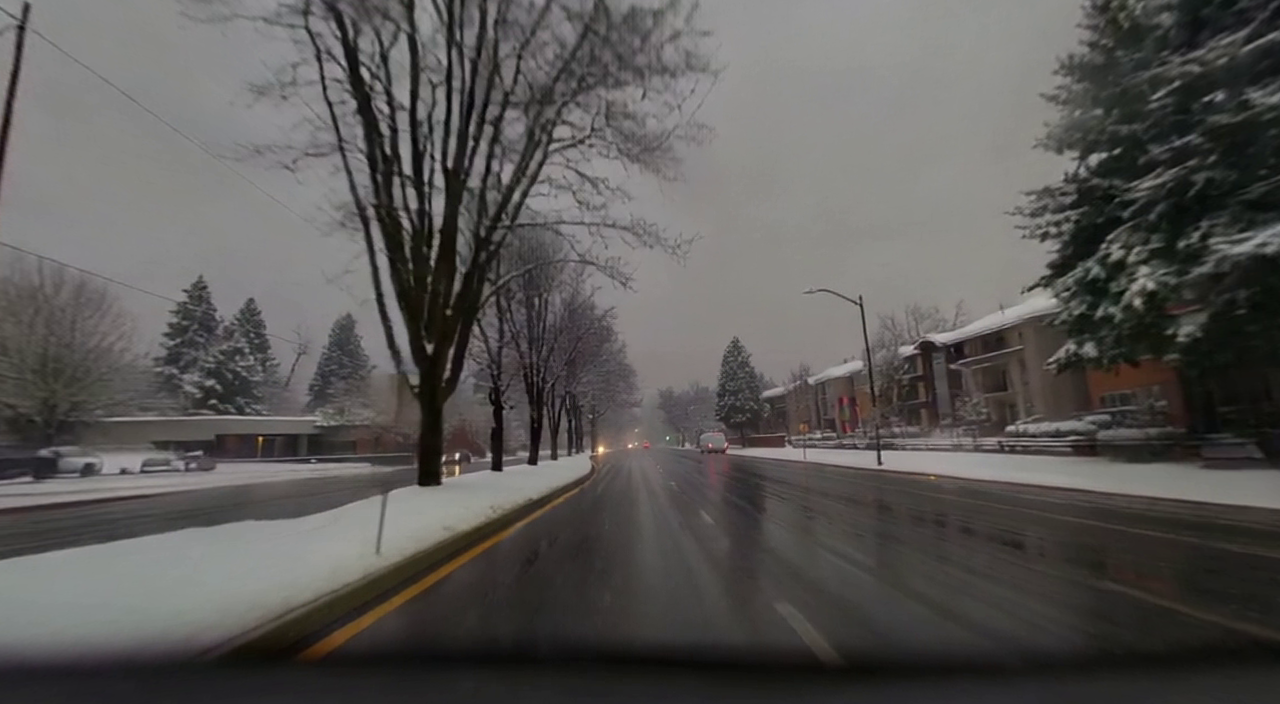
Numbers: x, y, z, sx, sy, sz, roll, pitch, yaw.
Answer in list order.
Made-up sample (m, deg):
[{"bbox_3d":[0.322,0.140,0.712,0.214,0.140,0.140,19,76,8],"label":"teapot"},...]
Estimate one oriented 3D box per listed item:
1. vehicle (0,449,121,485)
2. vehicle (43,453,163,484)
[{"bbox_3d":[-31.974,6.243,34.763,2.076,1.803,4.840,-2,-9,12],"label":"vehicle"},{"bbox_3d":[-29.047,6.300,34.403,1.898,1.489,4.667,-2,-9,13],"label":"vehicle"}]
